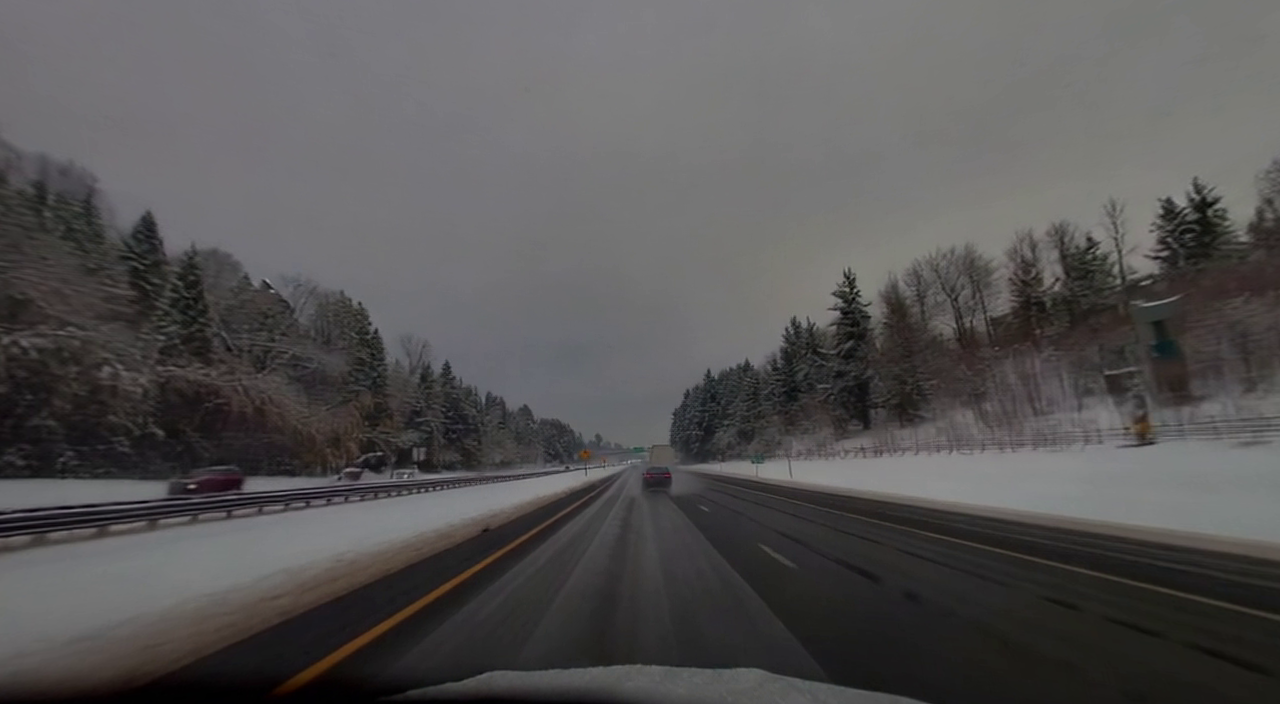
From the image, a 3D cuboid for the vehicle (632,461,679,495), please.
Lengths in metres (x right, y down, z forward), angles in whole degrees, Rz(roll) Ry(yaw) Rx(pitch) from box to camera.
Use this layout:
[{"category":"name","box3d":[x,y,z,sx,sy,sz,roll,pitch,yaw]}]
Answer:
[{"category":"vehicle","box3d":[0.679,6.007,30.204,1.976,1.467,3.783,1,-10,-2]}]
